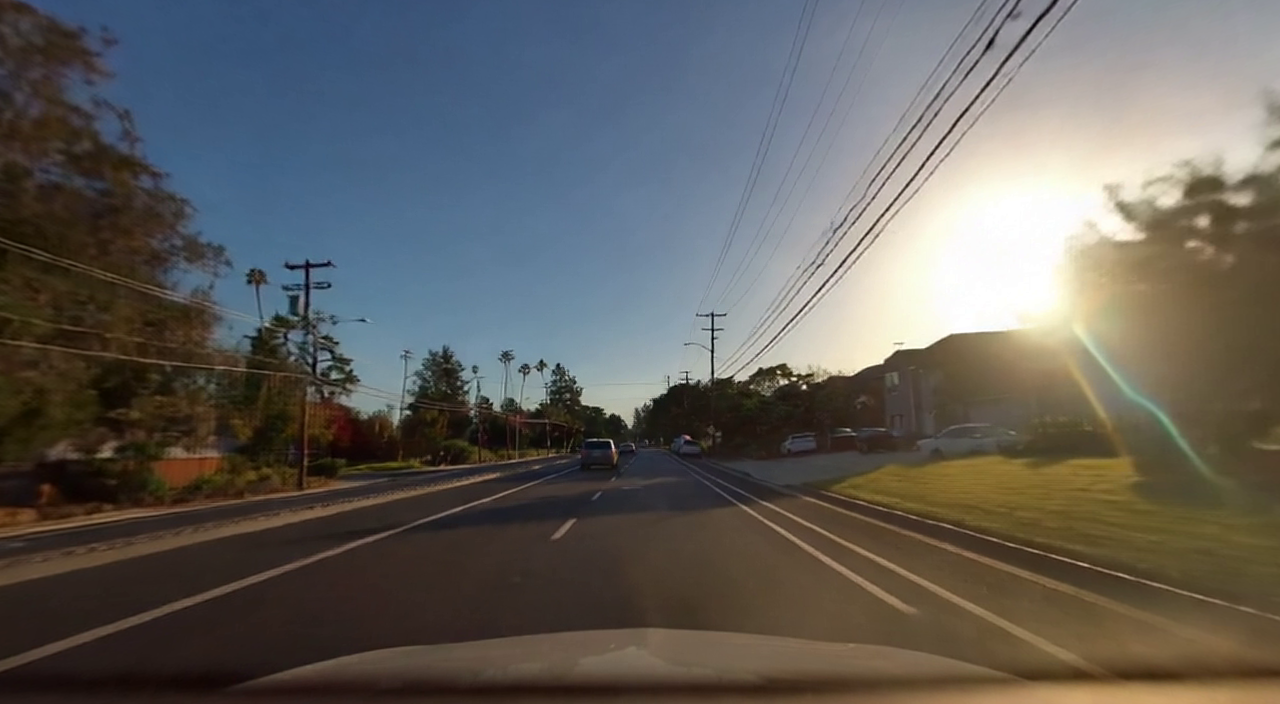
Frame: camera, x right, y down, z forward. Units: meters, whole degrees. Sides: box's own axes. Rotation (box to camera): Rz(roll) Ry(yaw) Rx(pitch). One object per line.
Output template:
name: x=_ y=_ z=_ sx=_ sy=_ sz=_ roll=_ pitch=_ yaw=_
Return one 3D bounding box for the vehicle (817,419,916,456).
vehicle: x=12.543 y=4.769 z=35.126 sx=4.719 sy=1.553 sz=1.889 roll=-5 pitch=-8 yaw=0

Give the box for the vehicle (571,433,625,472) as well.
vehicle: x=-2.079 y=5.218 z=32.889 sx=2.327 sy=1.861 sz=4.941 roll=-1 pitch=-9 yaw=2

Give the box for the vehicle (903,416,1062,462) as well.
vehicle: x=11.986 y=3.123 z=22.351 sx=2.212 sy=1.404 sz=4.283 roll=3 pitch=-10 yaw=-33
